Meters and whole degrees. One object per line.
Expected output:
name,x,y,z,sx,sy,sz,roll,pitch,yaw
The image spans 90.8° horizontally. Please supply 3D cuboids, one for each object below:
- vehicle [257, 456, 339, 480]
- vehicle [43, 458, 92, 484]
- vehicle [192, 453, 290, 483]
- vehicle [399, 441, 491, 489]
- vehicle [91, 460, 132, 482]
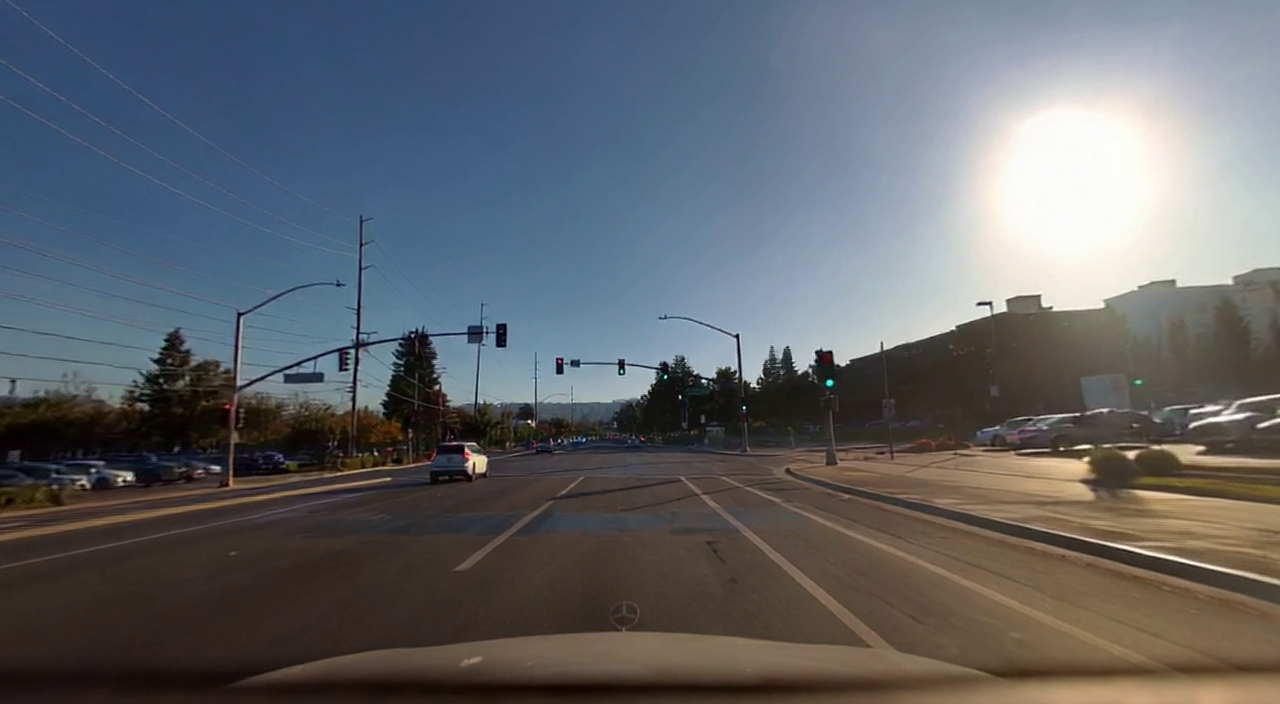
vehicle,-22.636,7.653,41.888,4.298,1.466,1.921,-1,-9,4
vehicle,-43.589,9.054,48.156,2.020,1.784,4.391,5,-10,-34
vehicle,-24.662,7.178,39.140,4.722,1.741,2.142,-1,-9,7
vehicle,-6.483,3.778,21.515,1.928,1.451,4.219,0,-9,-2
vehicle,-40.556,9.137,48.579,1.906,1.496,4.381,5,-10,-34
